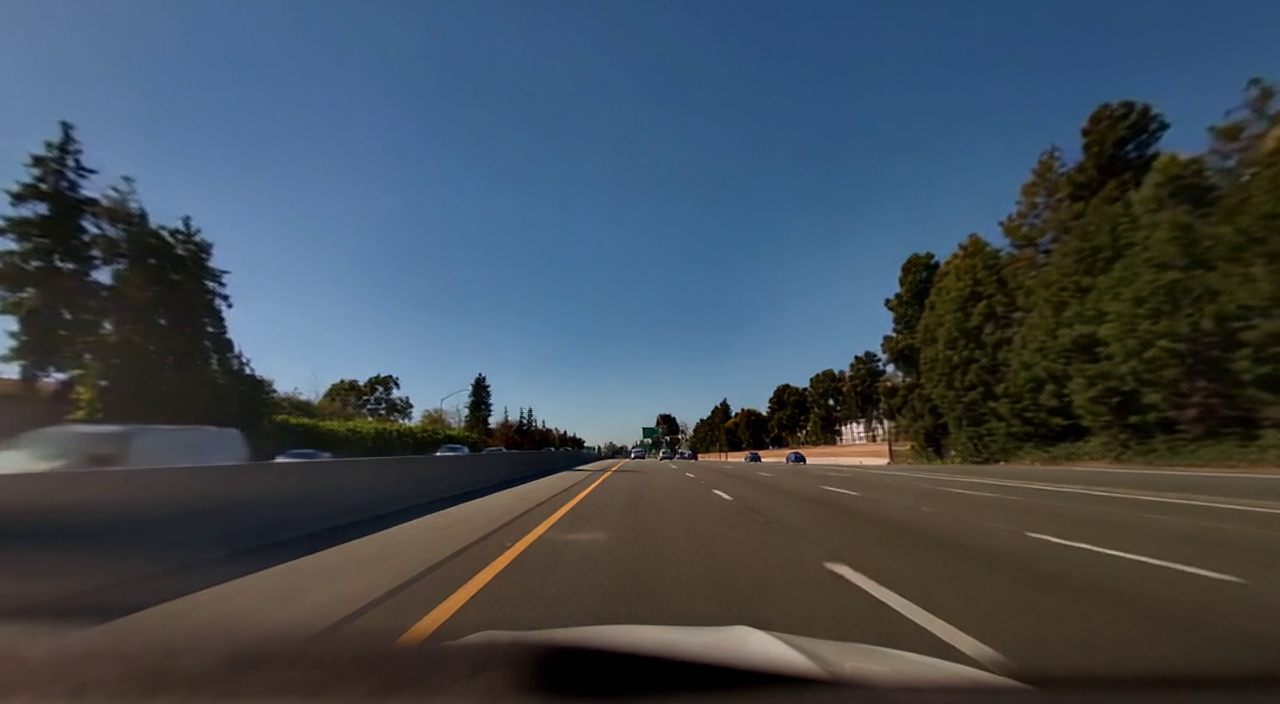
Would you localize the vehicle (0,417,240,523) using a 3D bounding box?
[{"bbox_3d":[-9.842,2.046,11.620,1.915,1.524,4.623,0,-8,0],"label":"vehicle"}]

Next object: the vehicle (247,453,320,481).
[{"bbox_3d":[-20.917,6.727,37.296,1.672,1.402,4.632,0,-7,0],"label":"vehicle"}]
